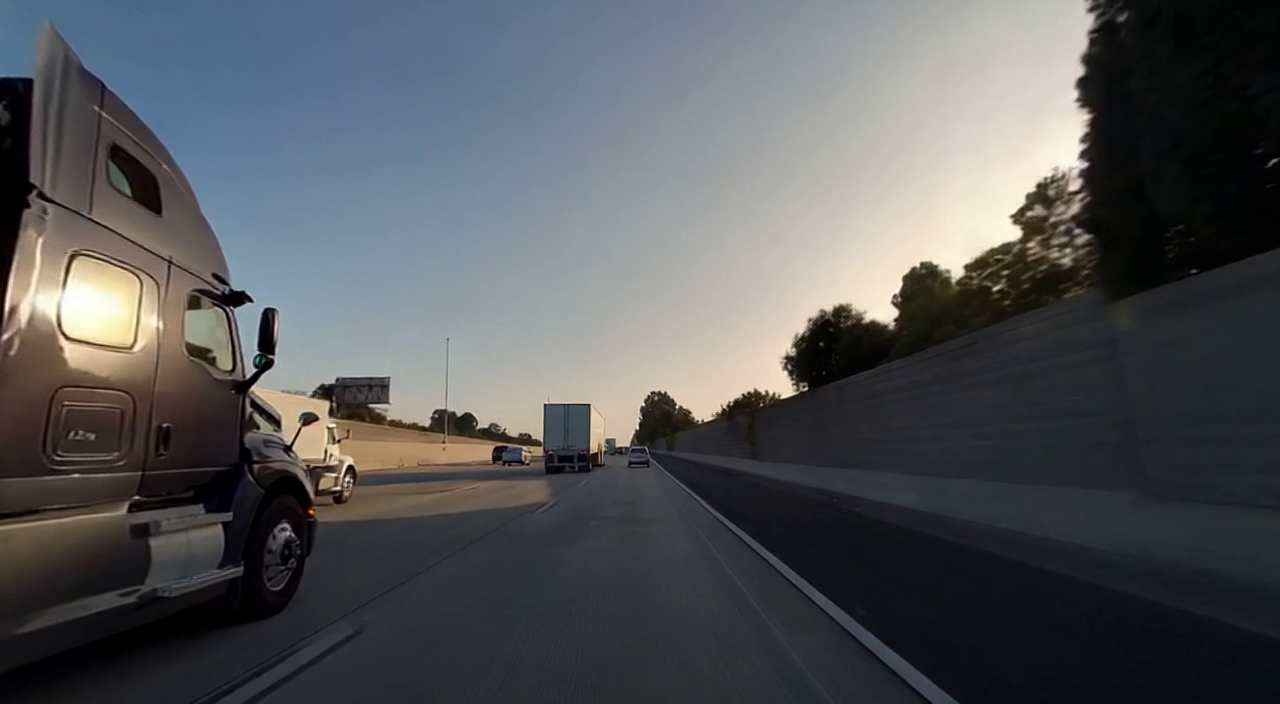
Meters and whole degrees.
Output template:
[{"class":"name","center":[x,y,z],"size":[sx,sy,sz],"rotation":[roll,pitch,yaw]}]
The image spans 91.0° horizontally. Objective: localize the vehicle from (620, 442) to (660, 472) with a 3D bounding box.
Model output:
[{"class":"vehicle","center":[0.024,6.128,36.915],"size":[2.178,1.640,4.071],"rotation":[0,-9,1]}]

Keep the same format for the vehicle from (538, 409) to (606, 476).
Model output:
[{"class":"vehicle","center":[-3.684,5.292,36.623],"size":[2.956,3.331,9.575],"rotation":[0,-9,0]}]

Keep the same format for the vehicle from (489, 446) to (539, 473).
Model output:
[{"class":"vehicle","center":[-7.250,6.205,36.538],"size":[1.962,1.489,4.002],"rotation":[0,-9,1]}]

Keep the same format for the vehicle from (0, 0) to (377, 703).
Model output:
[{"class":"vehicle","center":[-3.745,-0.099,0.299],"size":[3.025,3.266,9.256],"rotation":[0,-9,1]}]
